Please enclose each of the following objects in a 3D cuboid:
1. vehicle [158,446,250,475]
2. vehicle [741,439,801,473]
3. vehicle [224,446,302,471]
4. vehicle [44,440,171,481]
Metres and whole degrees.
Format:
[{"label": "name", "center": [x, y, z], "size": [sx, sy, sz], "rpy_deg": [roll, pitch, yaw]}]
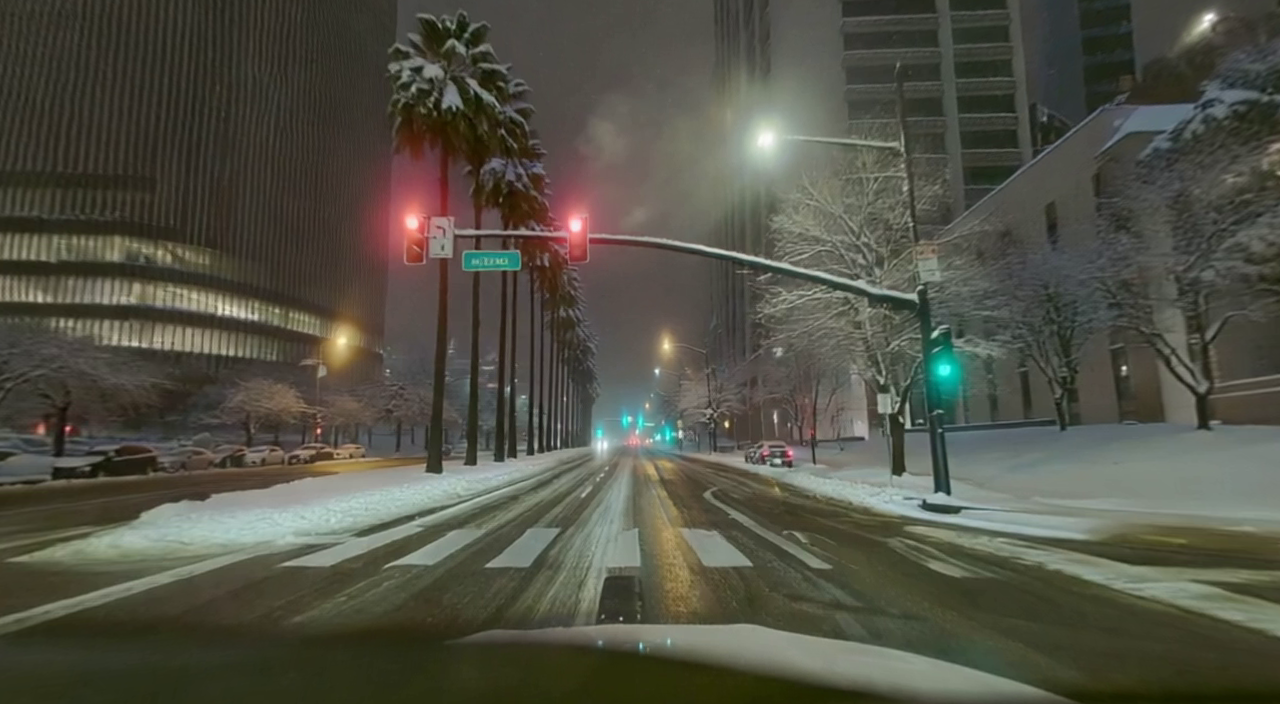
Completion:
[{"label": "vehicle", "center": [-24.223, 6.013, 35.330], "size": [1.792, 1.461, 4.569], "rpy_deg": [0, -8, 1]}, {"label": "vehicle", "center": [7.109, 5.684, 34.763], "size": [2.225, 1.727, 4.418], "rpy_deg": [0, -9, -2]}, {"label": "vehicle", "center": [-24.304, 6.838, 41.015], "size": [1.905, 1.496, 4.960], "rpy_deg": [-1, -9, 2]}, {"label": "vehicle", "center": [-24.338, 4.953, 29.139], "size": [1.891, 1.737, 4.597], "rpy_deg": [0, -8, -2]}]
